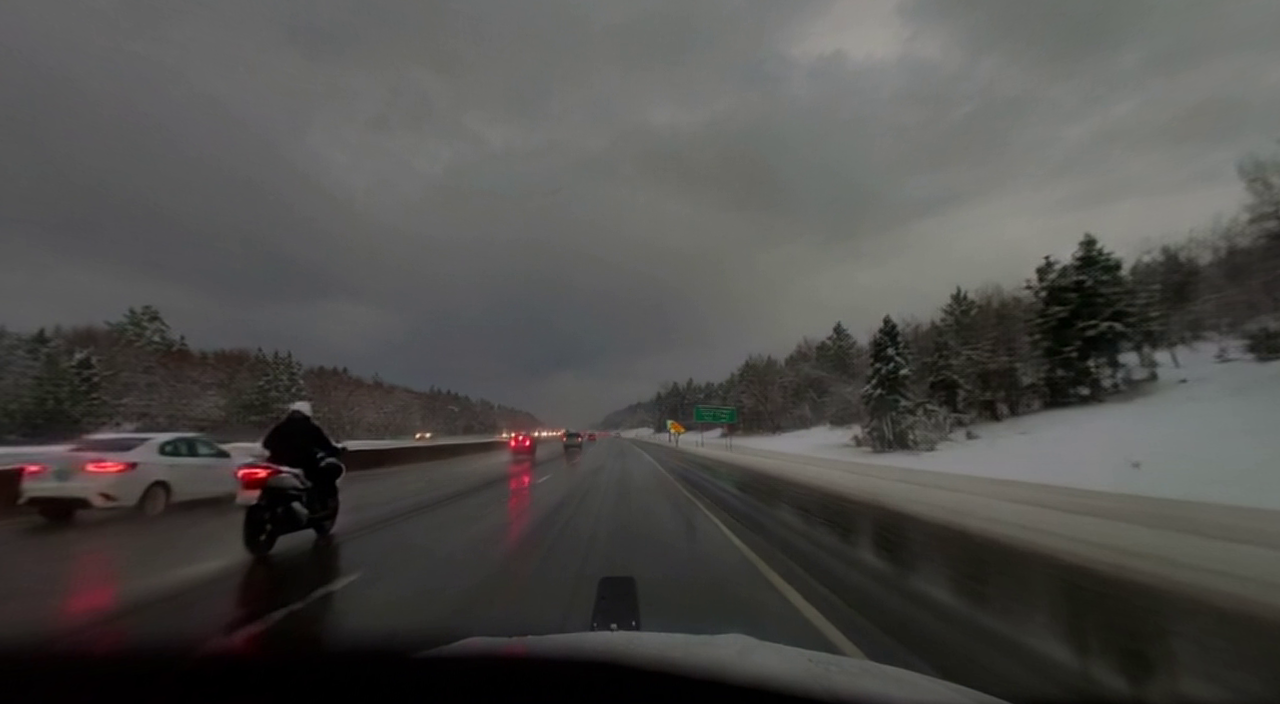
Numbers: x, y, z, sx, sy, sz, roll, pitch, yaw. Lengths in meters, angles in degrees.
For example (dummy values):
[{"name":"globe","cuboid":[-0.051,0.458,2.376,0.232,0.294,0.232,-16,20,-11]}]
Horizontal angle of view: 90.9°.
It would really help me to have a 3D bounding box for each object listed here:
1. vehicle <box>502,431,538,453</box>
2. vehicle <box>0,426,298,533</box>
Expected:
[{"name":"vehicle","cuboid":[-9.099,6.852,47.978,1.965,1.605,4.115,0,-8,-1]},{"name":"vehicle","cuboid":[-8.121,2.008,10.755,2.053,1.409,4.704,0,-8,-2]}]
